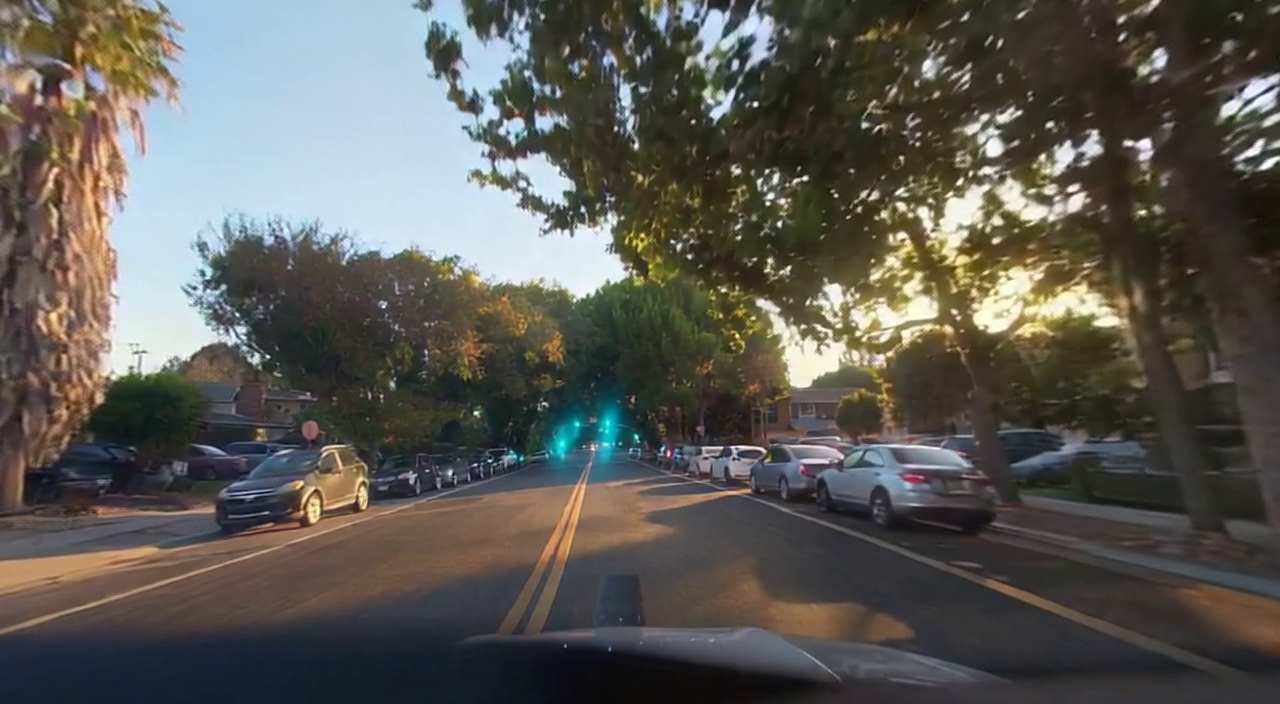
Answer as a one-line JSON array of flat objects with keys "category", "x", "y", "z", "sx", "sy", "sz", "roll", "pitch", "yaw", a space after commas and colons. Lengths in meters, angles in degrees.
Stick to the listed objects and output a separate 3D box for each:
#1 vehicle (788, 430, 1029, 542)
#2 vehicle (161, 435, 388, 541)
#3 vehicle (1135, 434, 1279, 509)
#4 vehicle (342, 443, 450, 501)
[{"category": "vehicle", "x": 4.207, "y": 2.178, "z": 10.935, "sx": 1.861, "sy": 1.490, "sz": 4.619, "roll": 1, "pitch": -9, "yaw": -4}, {"category": "vehicle", "x": -7.435, "y": 2.815, "z": 13.716, "sx": 2.033, "sy": 1.759, "sz": 5.372, "roll": -1, "pitch": -9, "yaw": -4}, {"category": "vehicle", "x": 12.767, "y": 2.368, "z": 12.752, "sx": 4.028, "sy": 1.380, "sz": 1.826, "roll": 0, "pitch": -9, "yaw": -3}, {"category": "vehicle", "x": -7.815, "y": 3.882, "z": 20.807, "sx": 1.947, "sy": 1.665, "sz": 4.716, "roll": 1, "pitch": -9, "yaw": -4}]
